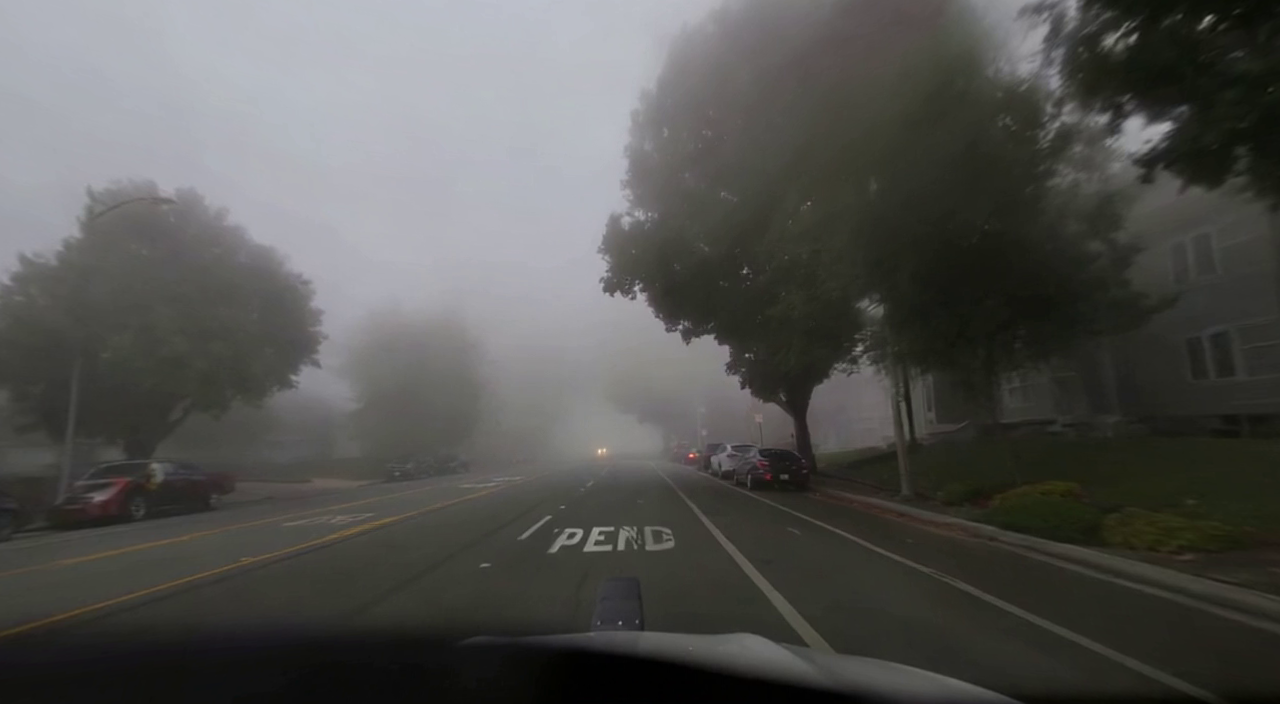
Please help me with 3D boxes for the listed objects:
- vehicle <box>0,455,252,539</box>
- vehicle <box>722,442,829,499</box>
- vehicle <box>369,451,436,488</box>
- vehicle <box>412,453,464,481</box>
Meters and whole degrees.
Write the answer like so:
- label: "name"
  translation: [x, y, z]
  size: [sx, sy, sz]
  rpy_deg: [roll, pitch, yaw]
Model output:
- label: "vehicle"
  translation: [-13.924, 3.882, 17.861]
  size: [2.073, 1.844, 6.074]
  rpy_deg: [0, -8, 0]
- label: "vehicle"
  translation: [3.911, 3.510, 19.184]
  size: [2.100, 1.478, 4.816]
  rpy_deg: [0, -8, -1]
- label: "vehicle"
  translation: [-13.826, 6.836, 37.134]
  size: [2.220, 1.747, 4.980]
  rpy_deg: [-3, -8, -3]
- label: "vehicle"
  translation: [-14.231, 8.129, 44.827]
  size: [2.239, 1.645, 4.700]
  rpy_deg: [-3, -8, -1]
